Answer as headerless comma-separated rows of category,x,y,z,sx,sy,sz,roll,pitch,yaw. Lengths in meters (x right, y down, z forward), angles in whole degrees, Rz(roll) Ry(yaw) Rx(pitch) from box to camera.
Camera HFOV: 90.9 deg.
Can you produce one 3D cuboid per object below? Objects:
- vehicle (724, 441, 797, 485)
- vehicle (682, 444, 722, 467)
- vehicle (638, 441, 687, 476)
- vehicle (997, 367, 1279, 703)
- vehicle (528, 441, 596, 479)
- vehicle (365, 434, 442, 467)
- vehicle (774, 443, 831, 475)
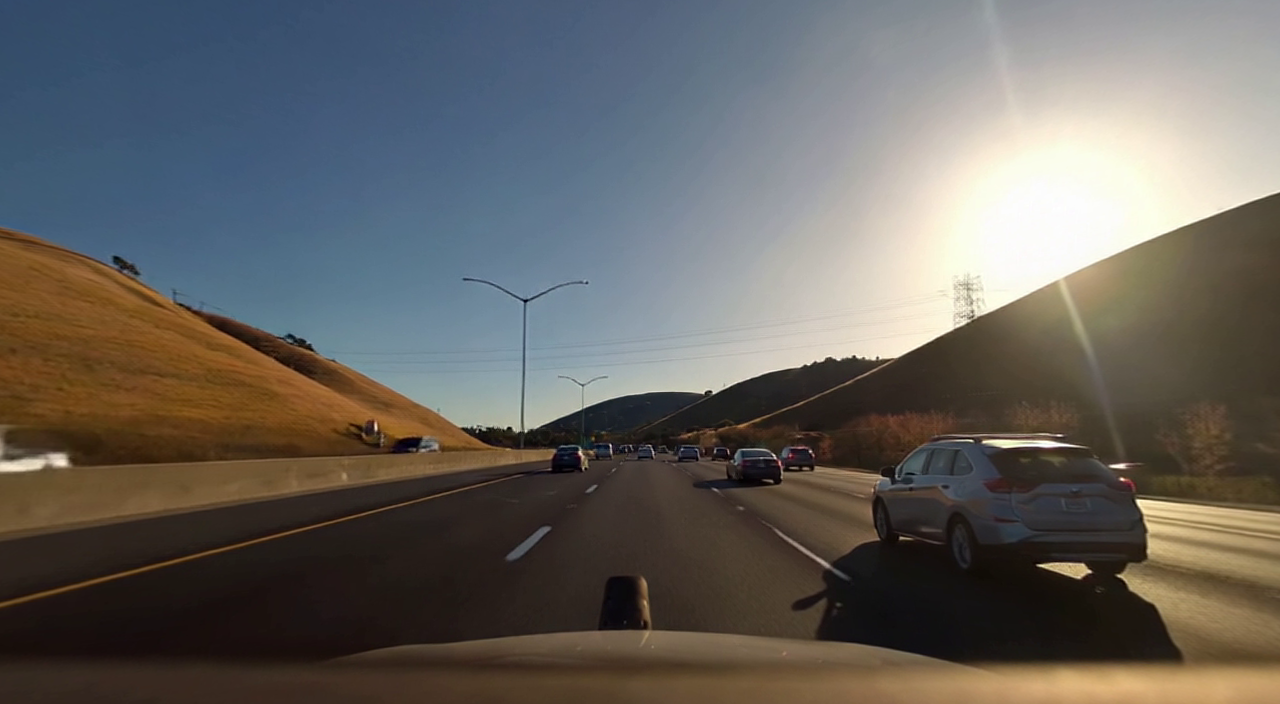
vehicle,4.411,4.119,23.713,1.867,1.465,4.093,0,-8,-1
vehicle,3.977,6.729,41.196,2.177,1.453,4.205,0,-8,0
vehicle,0.964,4.969,29.660,2.138,1.473,4.392,0,-8,0
vehicle,3.879,0.884,2.685,2.018,1.670,4.658,0,-8,1
vehicle,-3.189,4.526,26.707,2.232,1.438,4.163,-1,-8,2
vehicle,-13.723,5.781,37.070,2.147,1.742,5.739,-1,-8,2
vehicle,8.301,5.489,32.601,1.843,1.505,4.007,0,-8,0
